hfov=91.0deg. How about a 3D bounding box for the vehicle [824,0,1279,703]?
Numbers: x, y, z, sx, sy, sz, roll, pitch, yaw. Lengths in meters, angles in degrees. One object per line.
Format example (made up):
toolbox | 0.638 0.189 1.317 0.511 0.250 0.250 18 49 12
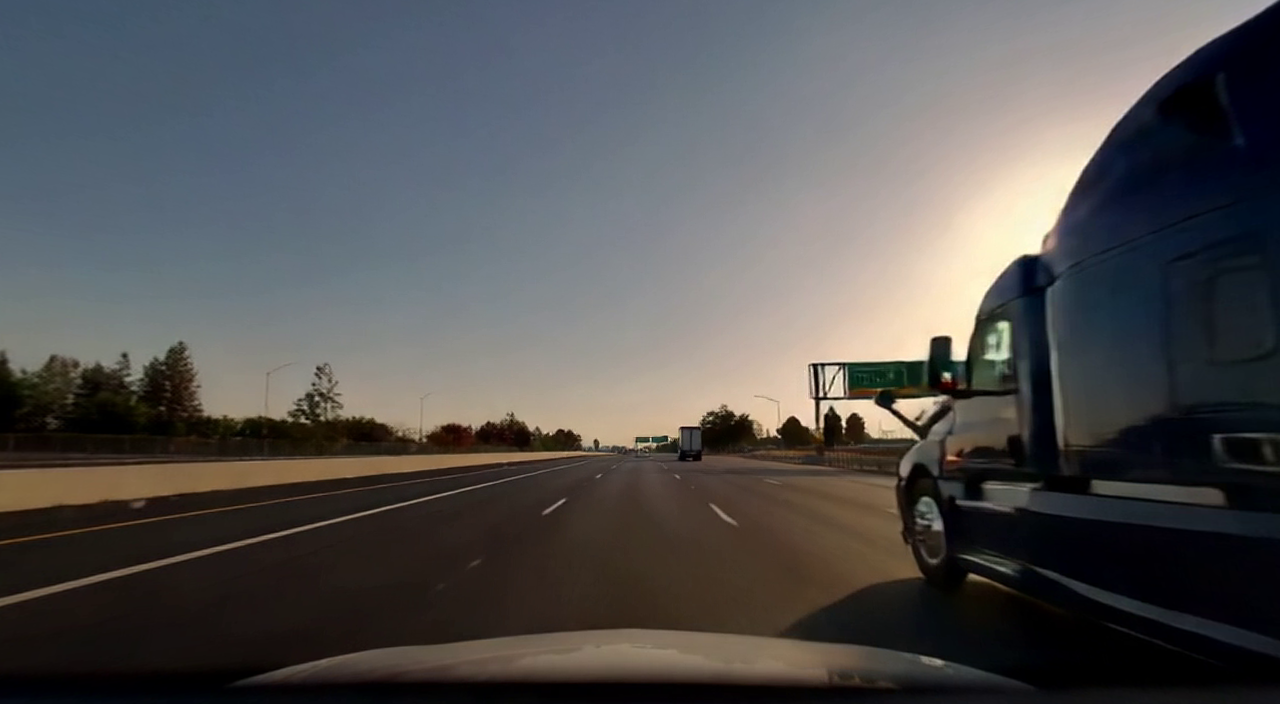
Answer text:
vehicle | 3.511 -0.200 2.827 2.998 3.820 8.356 0 -9 1
